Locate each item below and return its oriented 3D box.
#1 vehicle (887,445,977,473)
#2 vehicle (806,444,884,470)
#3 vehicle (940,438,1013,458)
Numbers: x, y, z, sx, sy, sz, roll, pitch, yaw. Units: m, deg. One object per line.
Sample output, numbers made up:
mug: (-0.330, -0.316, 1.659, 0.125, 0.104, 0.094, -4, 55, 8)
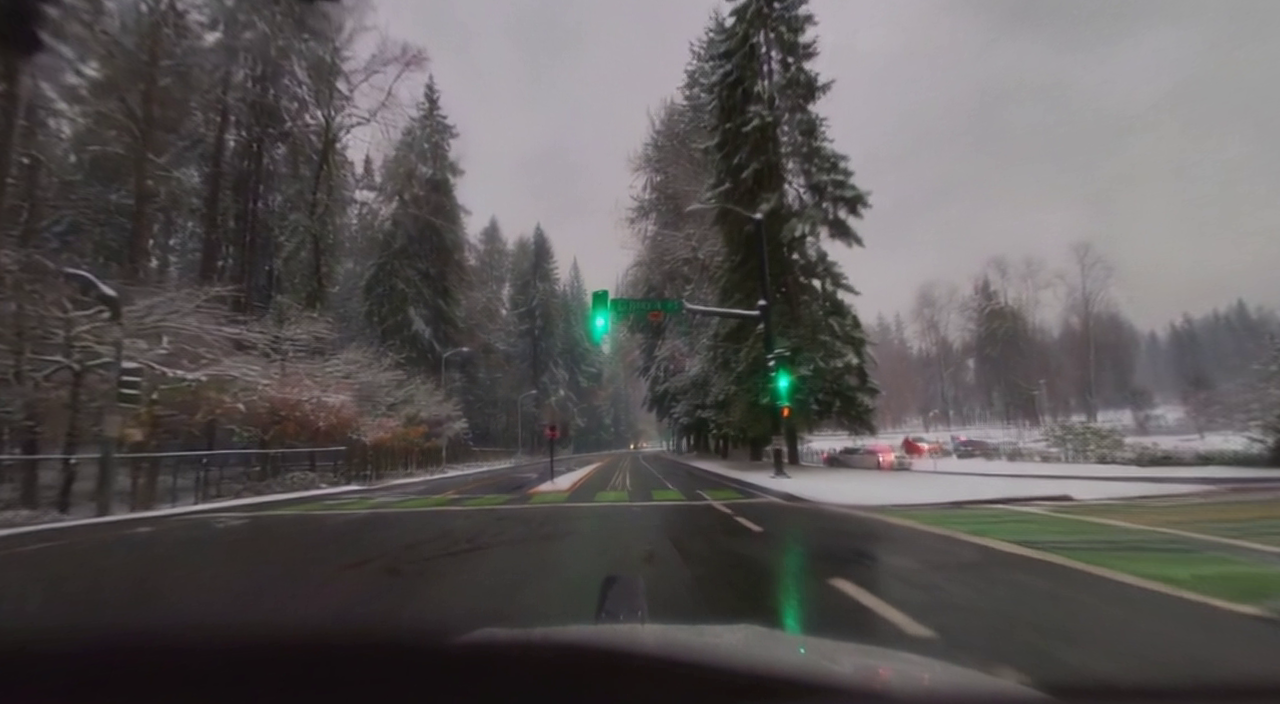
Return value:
vehicle: (15.246, 5.619, 33.138, 3.914, 1.415, 1.626, 0, -9, 2)
vehicle: (14.035, 7.242, 43.494, 4.725, 1.716, 2.003, 0, -11, 4)
vehicle: (26.373, 7.564, 49.615, 4.603, 1.484, 1.891, 0, -10, -1)
